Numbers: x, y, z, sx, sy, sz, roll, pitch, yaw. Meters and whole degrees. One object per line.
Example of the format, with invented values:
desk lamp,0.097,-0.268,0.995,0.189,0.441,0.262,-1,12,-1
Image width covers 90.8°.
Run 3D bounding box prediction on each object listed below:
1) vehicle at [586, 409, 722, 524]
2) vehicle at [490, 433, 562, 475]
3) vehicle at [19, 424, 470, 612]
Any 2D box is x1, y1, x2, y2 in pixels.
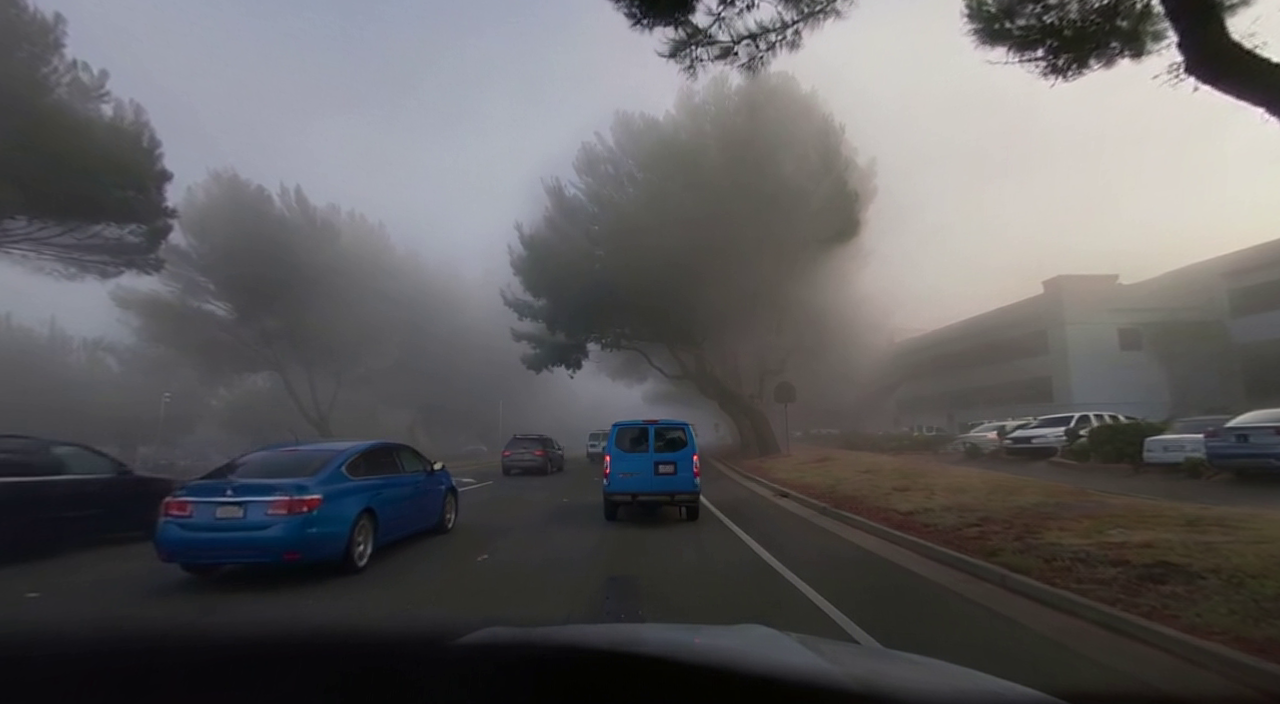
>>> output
vehicle,0.295,2.154,12.295,2.173,1.830,4.189,0,-9,2
vehicle,-5.107,4.649,28.971,2.116,1.714,4.757,-1,-9,4
vehicle,-3.825,1.679,7.484,1.991,1.459,4.813,-1,-9,4
